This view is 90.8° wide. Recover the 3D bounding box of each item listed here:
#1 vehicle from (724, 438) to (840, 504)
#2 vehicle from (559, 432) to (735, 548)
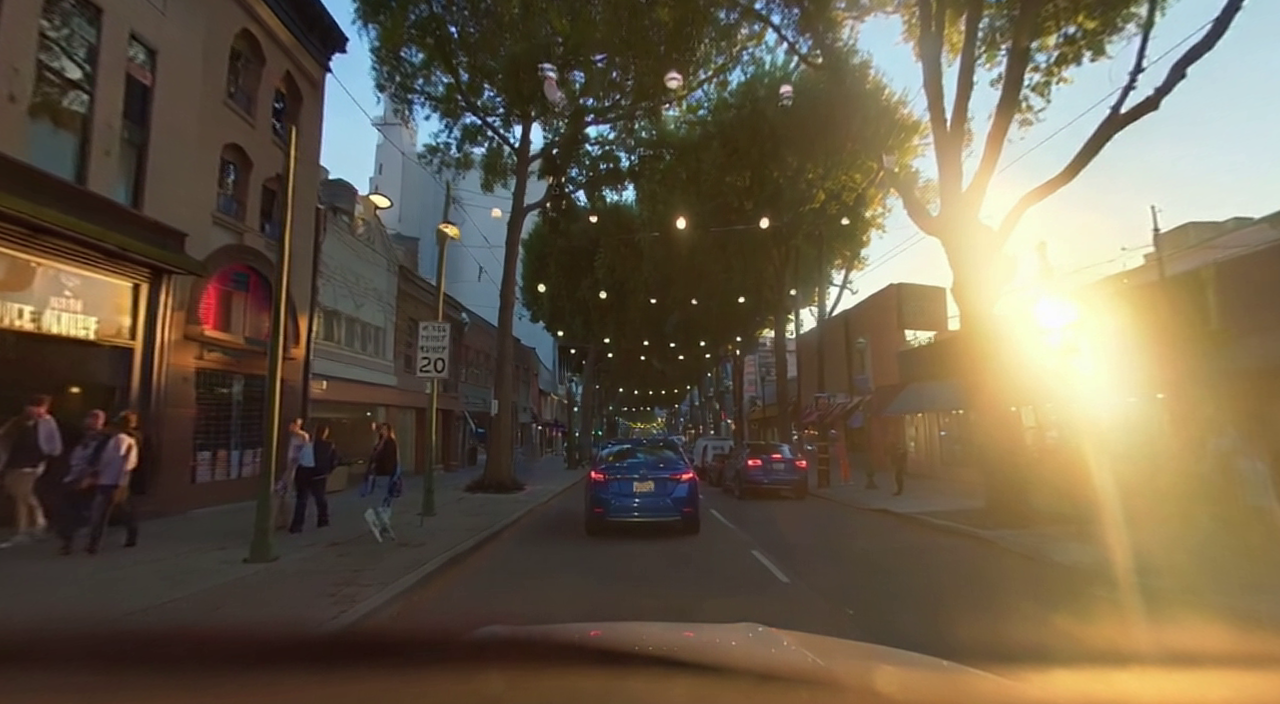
[{"bbox_3d":[3.616,3.124,17.045,2.025,1.523,4.426,0,-9,-1],"label":"vehicle"},{"bbox_3d":[0.056,2.089,10.260,2.261,1.474,4.130,0,-9,-1],"label":"vehicle"}]
